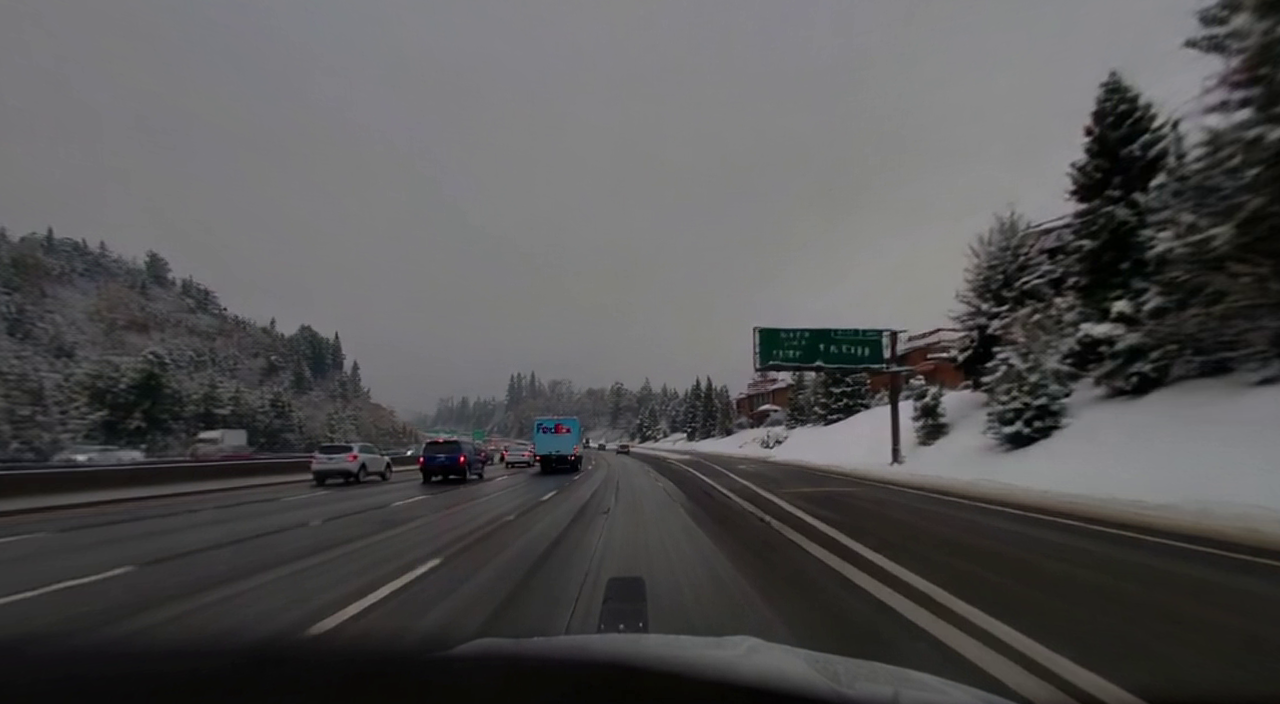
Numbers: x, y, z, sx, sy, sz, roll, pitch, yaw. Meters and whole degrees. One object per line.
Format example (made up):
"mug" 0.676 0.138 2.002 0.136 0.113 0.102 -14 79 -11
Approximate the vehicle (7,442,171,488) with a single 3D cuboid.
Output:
"vehicle" -20.547 4.204 23.872 2.002 1.540 4.662 0 -8 0

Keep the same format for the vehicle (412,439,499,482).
"vehicle" -8.165 4.849 28.555 2.461 1.767 4.991 0 -8 0

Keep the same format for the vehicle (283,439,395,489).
"vehicle" -11.903 4.432 25.359 2.188 1.784 4.724 0 -8 -1

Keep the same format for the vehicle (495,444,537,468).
"vehicle" -8.794 7.403 45.138 2.143 1.628 4.559 0 -8 -1

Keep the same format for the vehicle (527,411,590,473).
"vehicle" -4.534 5.237 36.584 2.798 3.212 7.573 0 -8 -1

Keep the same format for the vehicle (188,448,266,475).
"vehicle" -24.926 6.587 38.258 1.817 1.457 4.305 1 -8 -1
